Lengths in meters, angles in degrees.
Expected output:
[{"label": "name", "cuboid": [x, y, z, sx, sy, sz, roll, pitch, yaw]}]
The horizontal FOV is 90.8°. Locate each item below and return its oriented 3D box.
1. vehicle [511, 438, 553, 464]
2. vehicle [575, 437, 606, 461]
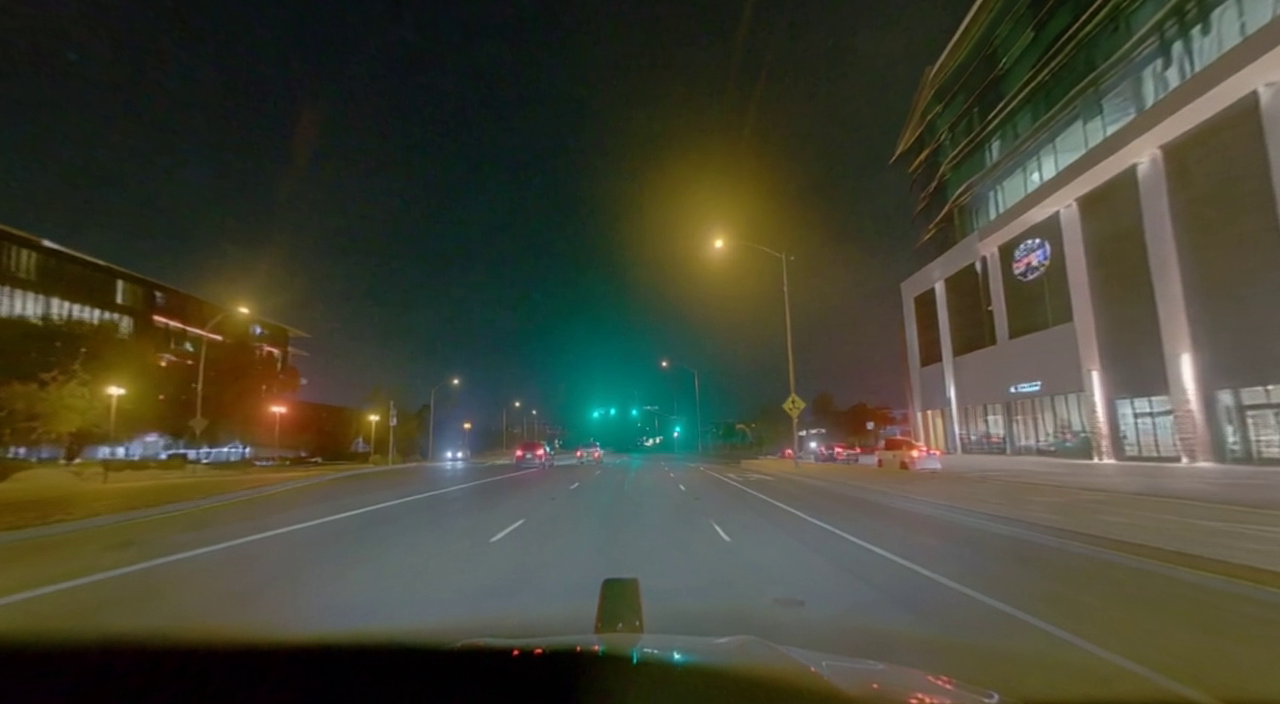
[{"label": "vehicle", "cuboid": [-6.975, 6.444, 41.366, 1.909, 1.605, 4.561, 0, -8, 1]}, {"label": "vehicle", "cuboid": [-3.789, 7.514, 49.030, 2.052, 1.729, 4.195, 0, -8, 0]}]
